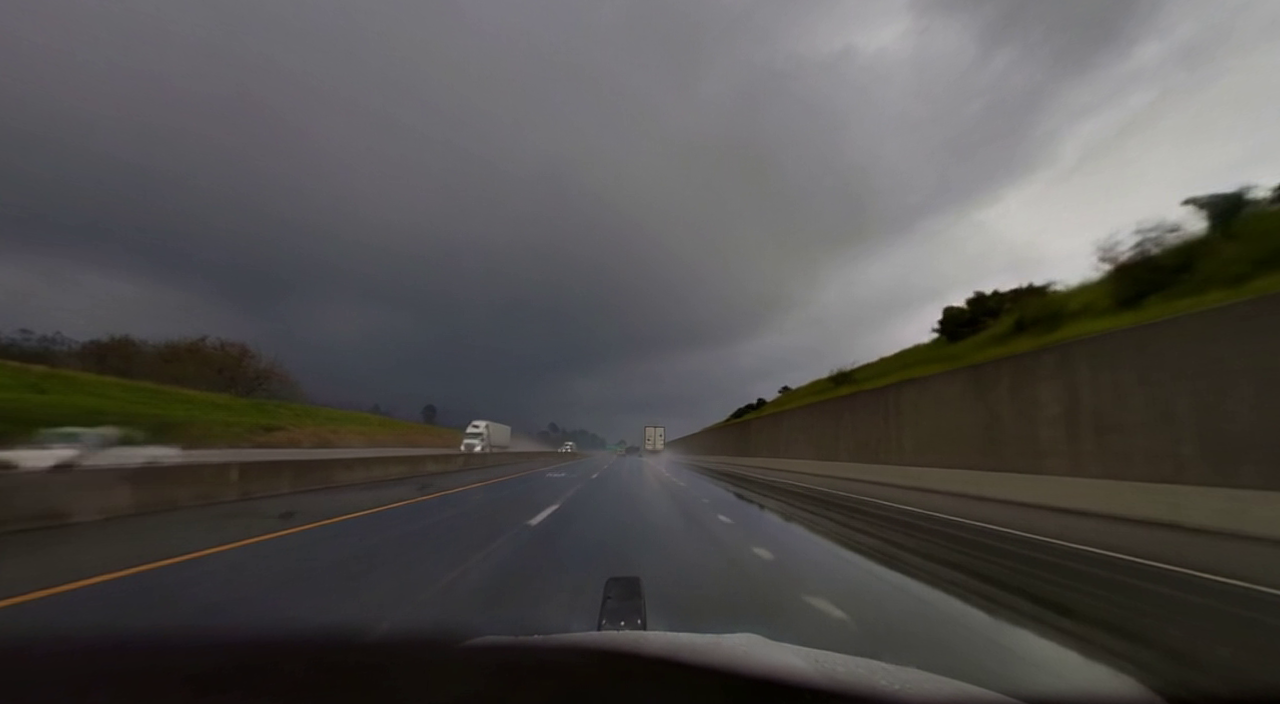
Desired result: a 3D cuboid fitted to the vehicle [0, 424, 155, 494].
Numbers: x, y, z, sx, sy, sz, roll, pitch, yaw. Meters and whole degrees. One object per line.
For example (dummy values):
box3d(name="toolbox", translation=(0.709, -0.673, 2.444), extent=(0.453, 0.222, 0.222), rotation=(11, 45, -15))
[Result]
box3d(name="vehicle", translation=(-14.941, 2.645, 15.741), extent=(2.138, 1.490, 4.344), rotation=(0, -9, 0))
